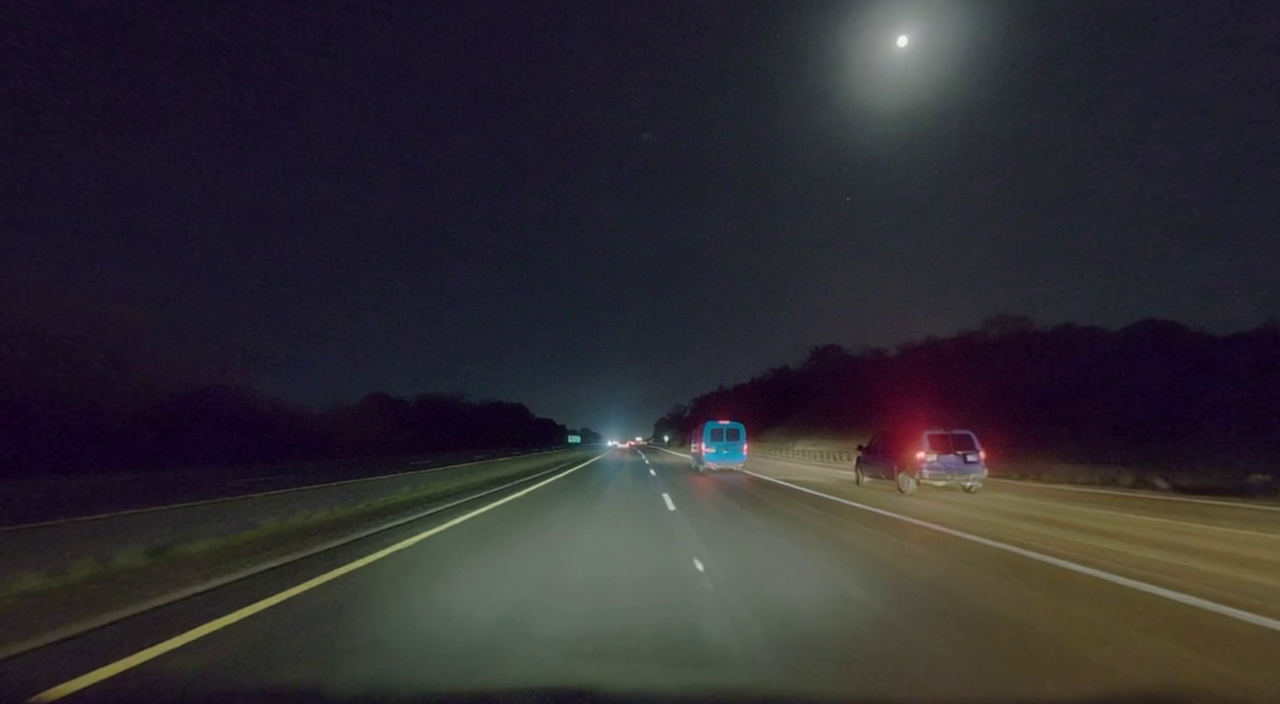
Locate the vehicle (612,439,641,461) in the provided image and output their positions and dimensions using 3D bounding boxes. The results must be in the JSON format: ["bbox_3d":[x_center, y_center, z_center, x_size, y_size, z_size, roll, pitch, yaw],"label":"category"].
[{"bbox_3d":[-0.934,6.937,44.858,2.005,1.466,3.739,-1,-8,0],"label":"vehicle"}]

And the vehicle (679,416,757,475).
[{"bbox_3d":[2.879,3.605,24.485,2.269,2.048,4.679,0,-8,-2],"label":"vehicle"}]
